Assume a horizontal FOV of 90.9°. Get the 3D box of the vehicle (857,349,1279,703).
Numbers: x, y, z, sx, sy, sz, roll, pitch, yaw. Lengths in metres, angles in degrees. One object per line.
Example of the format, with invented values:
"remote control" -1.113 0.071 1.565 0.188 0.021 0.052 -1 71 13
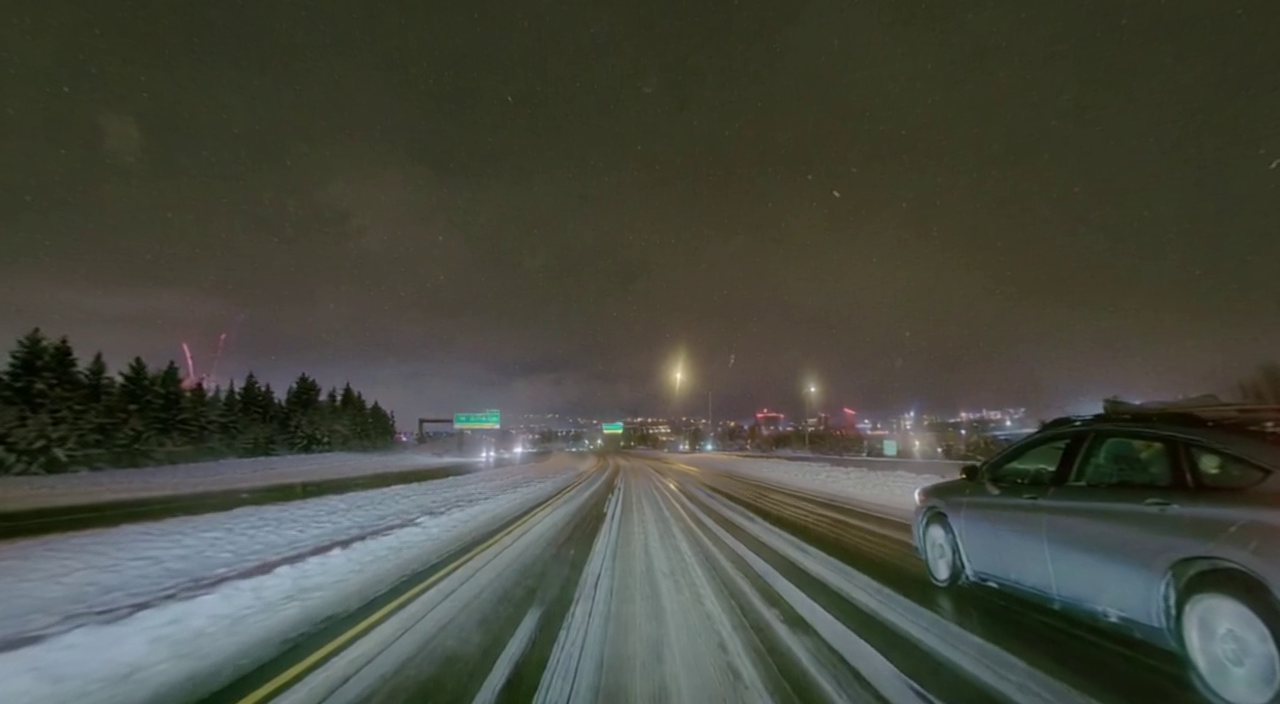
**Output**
"vehicle" 3.207 1.032 3.803 2.104 1.575 4.698 -1 -9 0
